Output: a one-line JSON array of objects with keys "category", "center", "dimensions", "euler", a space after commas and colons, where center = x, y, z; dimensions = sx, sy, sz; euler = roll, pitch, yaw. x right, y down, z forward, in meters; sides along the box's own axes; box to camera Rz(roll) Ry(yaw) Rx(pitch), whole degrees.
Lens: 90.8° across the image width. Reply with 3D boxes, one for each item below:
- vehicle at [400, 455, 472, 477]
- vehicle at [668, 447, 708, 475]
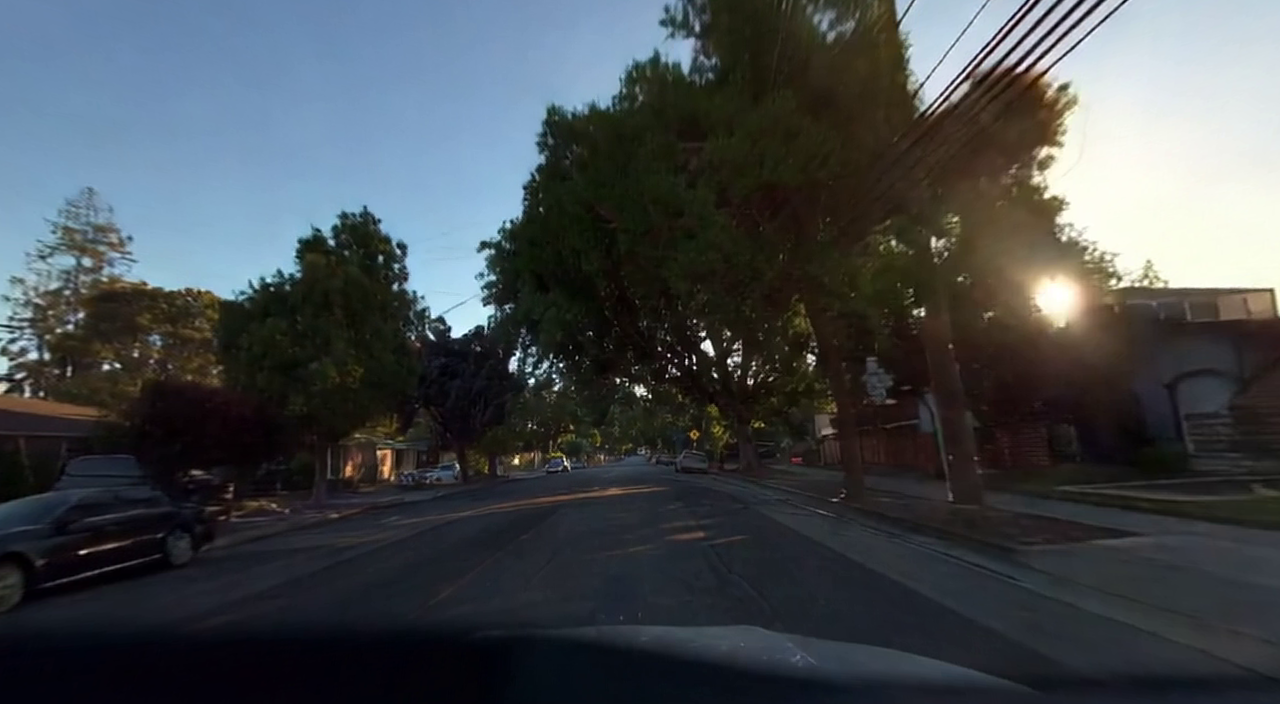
[{"category": "vehicle", "center": [-14.964, 8.381, 46.578], "dimensions": [4.647, 1.497, 1.970], "euler": [0, -9, -2]}, {"category": "vehicle", "center": [3.135, 7.201, 41.843], "dimensions": [2.128, 1.724, 4.492], "euler": [0, -9, -2]}]
